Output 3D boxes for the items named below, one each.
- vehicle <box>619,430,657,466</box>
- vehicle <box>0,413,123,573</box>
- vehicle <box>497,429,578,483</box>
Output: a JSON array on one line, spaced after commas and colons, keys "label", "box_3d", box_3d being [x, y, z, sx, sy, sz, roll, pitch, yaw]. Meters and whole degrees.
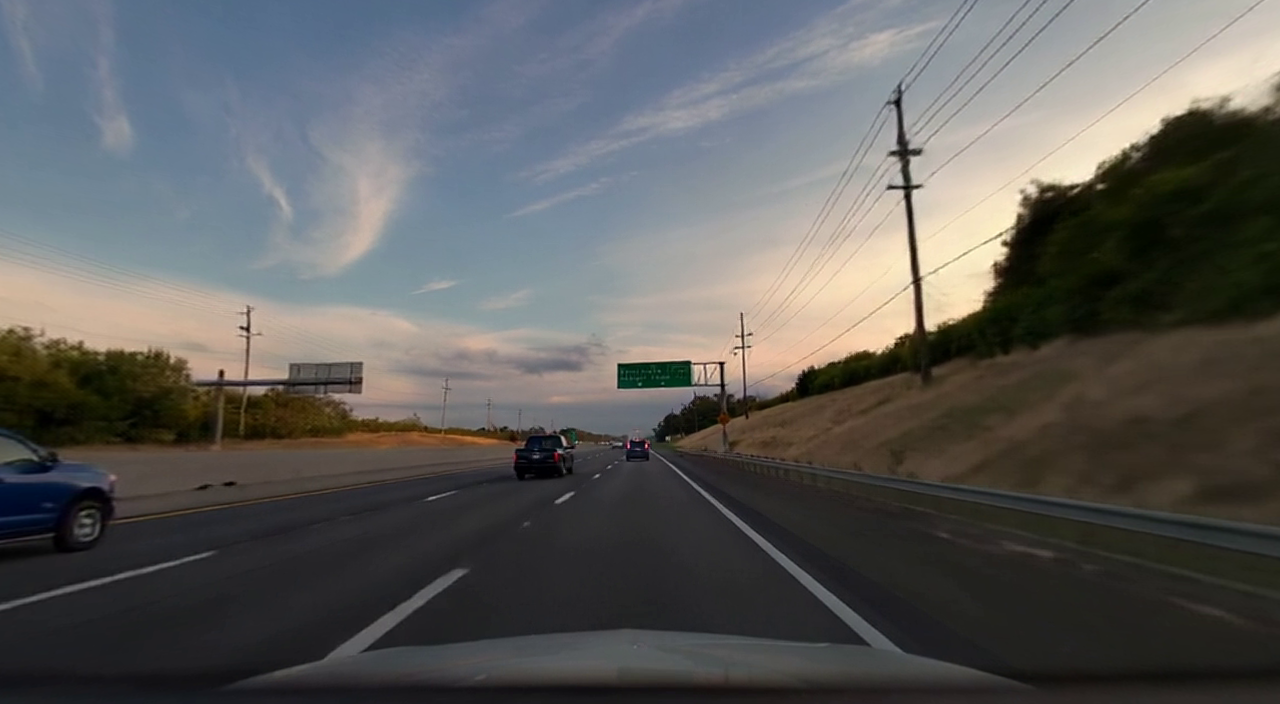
[{"label": "vehicle", "box_3d": [-0.140, 6.185, 40.836, 2.358, 2.144, 4.713, 0, -8, 0]}, {"label": "vehicle", "box_3d": [-7.500, 1.314, 5.619, 2.013, 1.609, 4.446, 0, -8, 0]}, {"label": "vehicle", "box_3d": [-3.726, 3.905, 24.074, 2.204, 1.812, 5.289, 0, -8, 0]}]
